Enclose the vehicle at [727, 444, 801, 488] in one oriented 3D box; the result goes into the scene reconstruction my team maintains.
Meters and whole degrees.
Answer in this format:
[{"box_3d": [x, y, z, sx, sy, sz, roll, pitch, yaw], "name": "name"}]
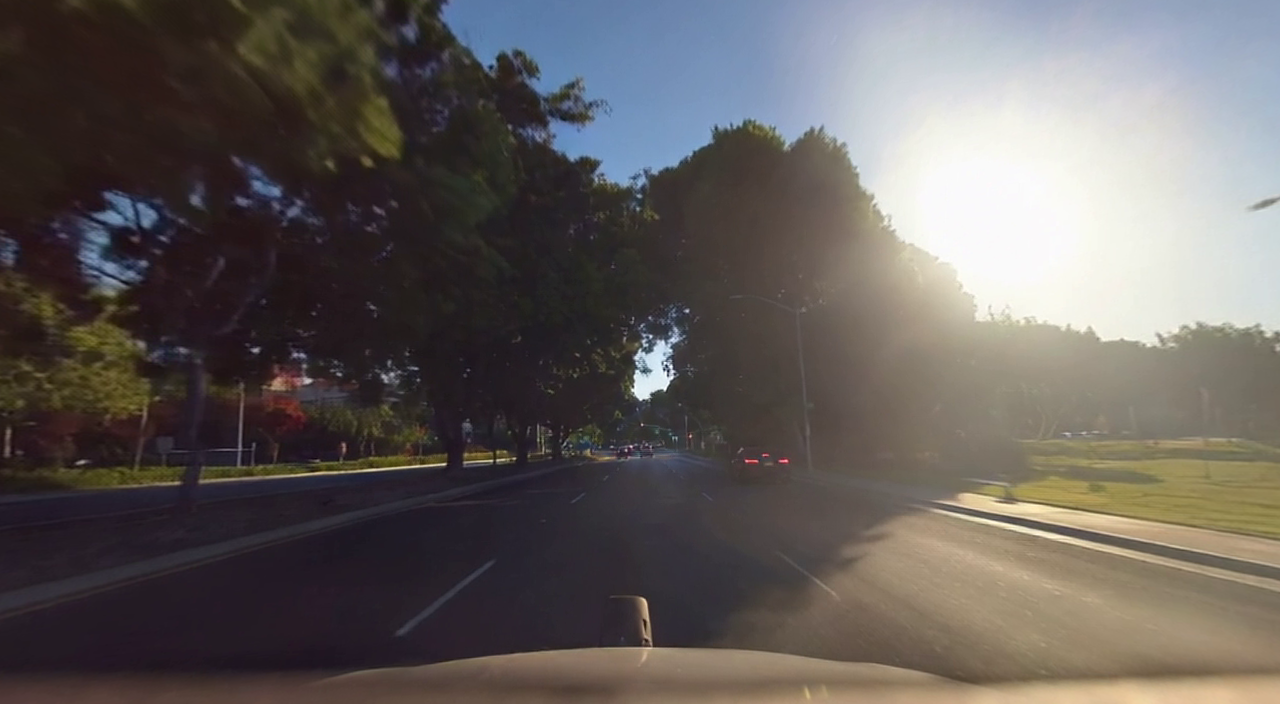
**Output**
[{"box_3d": [4.663, 4.321, 24.250, 1.913, 1.516, 4.322, 0, -8, -1], "name": "vehicle"}]
